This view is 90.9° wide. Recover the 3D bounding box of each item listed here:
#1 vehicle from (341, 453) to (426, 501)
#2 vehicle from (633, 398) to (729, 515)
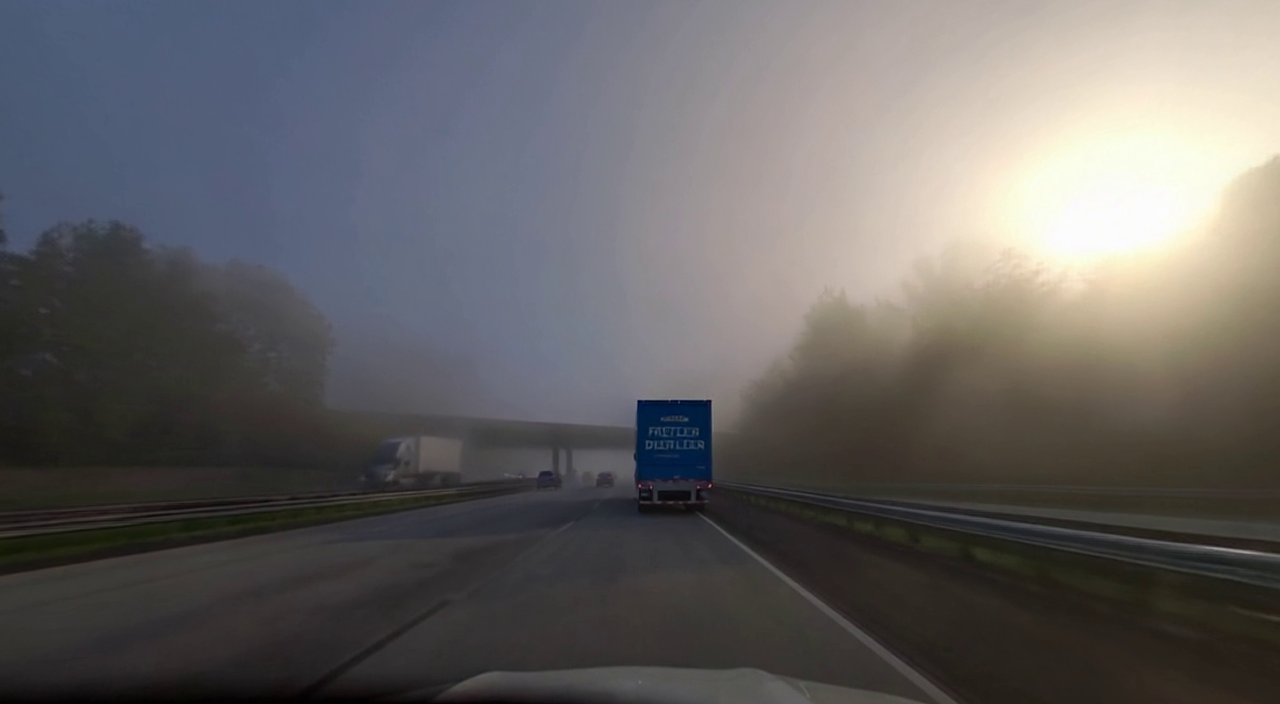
[{"bbox_3d":[-16.749,8.230,41.726,2.628,2.850,6.822,0,-11,1],"label":"vehicle"},{"bbox_3d":[1.318,4.323,25.671,2.980,3.834,9.423,1,-11,-1],"label":"vehicle"}]
